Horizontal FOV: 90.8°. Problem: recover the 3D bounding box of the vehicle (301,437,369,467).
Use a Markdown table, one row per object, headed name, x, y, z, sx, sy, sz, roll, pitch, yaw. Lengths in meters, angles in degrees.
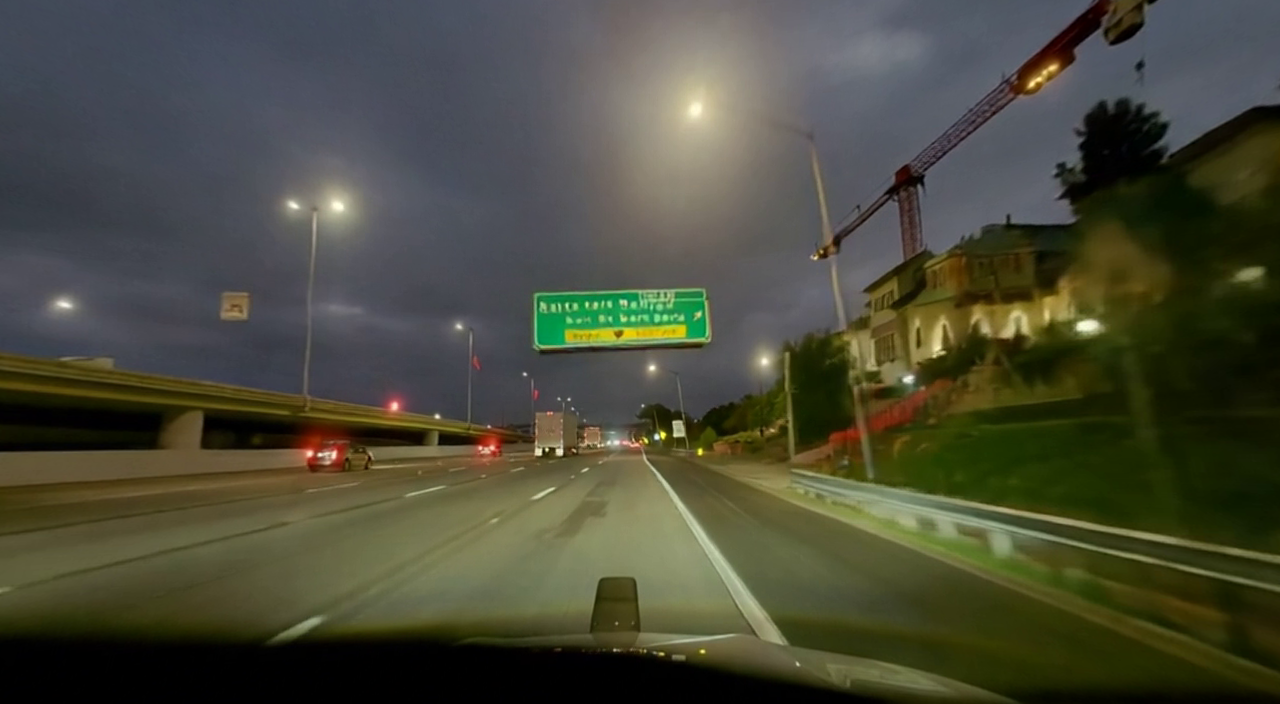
| name | x | y | z | sx | sy | sz | roll | pitch | yaw |
| --- | --- | --- | --- | --- | --- | --- | --- | --- | --- |
| vehicle | -18.852 | 6.197 | 39.281 | 1.932 | 1.752 | 4.541 | 0 | -8 | 0 |
